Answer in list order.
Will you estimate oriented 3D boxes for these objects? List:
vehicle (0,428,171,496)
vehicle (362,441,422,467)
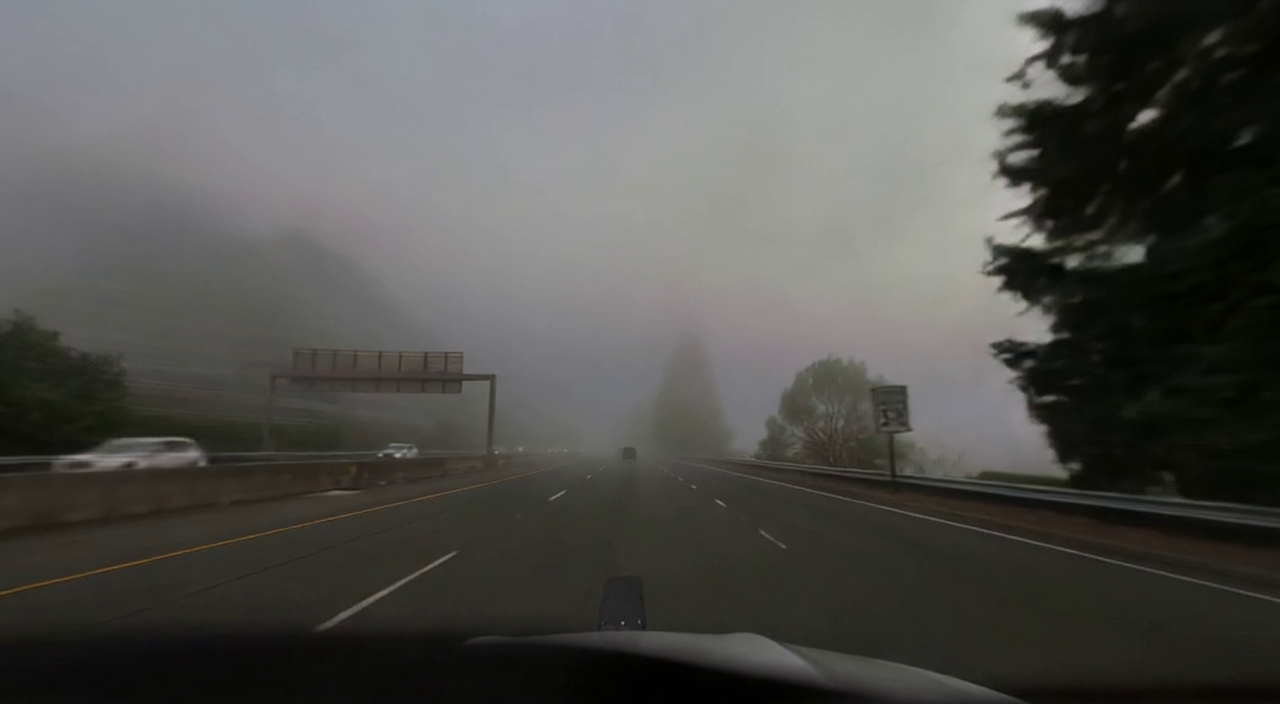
[{"bbox_3d":[-14.663,2.752,16.068,1.842,1.473,4.625,0,-9,0],"label":"vehicle"},{"bbox_3d":[-14.740,6.089,37.688,1.878,1.478,4.122,0,-9,0],"label":"vehicle"}]
